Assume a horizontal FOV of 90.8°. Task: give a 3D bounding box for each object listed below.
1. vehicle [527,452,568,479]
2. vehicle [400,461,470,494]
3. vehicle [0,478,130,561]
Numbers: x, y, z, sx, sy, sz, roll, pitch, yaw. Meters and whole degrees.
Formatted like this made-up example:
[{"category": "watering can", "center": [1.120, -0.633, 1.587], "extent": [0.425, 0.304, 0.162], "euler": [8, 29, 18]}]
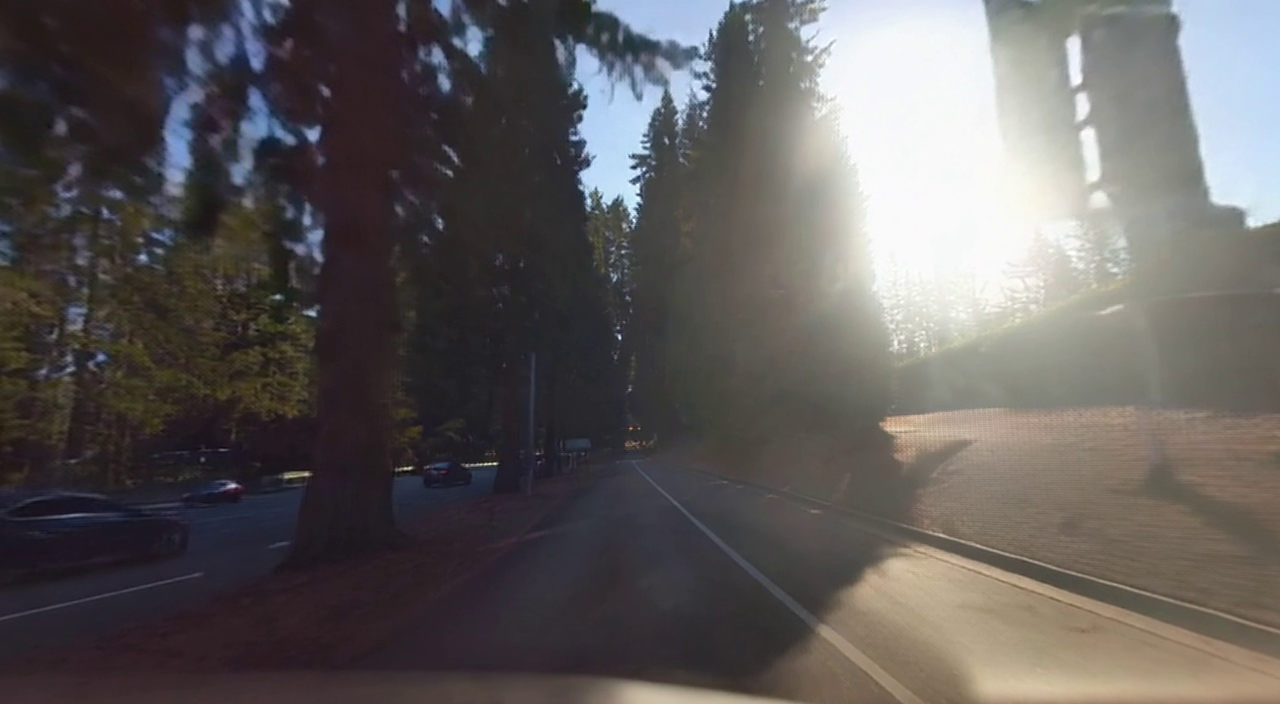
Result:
[{"category": "vehicle", "center": [-6.494, 8.019, 44.910], "extent": [2.049, 1.699, 4.860], "euler": [-1, -9, 2]}, {"category": "vehicle", "center": [-10.886, 6.686, 33.912], "extent": [1.886, 1.535, 4.742], "euler": [-1, -9, 4]}, {"category": "vehicle", "center": [-13.348, 3.422, 12.878], "extent": [1.781, 1.476, 4.513], "euler": [-1, -9, 7]}]
